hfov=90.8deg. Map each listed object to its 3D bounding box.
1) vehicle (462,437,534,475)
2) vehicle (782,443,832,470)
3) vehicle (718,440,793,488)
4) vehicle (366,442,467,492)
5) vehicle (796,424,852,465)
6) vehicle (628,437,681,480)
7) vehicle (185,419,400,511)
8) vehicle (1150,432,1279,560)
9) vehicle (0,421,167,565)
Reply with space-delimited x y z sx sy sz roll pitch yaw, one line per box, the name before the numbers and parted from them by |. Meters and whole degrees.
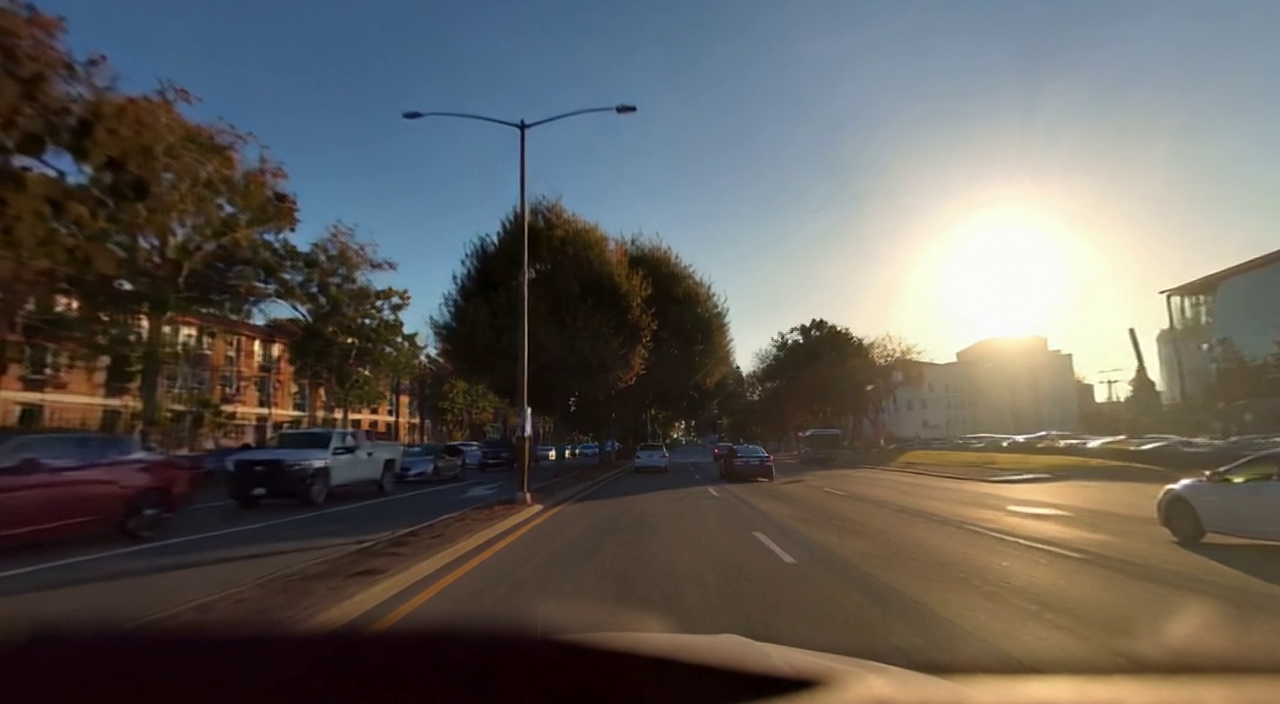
vehicle | -7.485 5.556 33.924 2.218 1.819 5.732 -1 -9 3
vehicle | 9.744 6.126 37.250 1.860 1.475 4.488 -1 -9 2
vehicle | 3.852 3.809 21.753 1.852 1.498 3.825 0 -9 0
vehicle | -8.282 4.257 23.983 1.920 1.590 5.041 -3 -8 1
vehicle | 13.837 7.038 47.974 2.790 2.897 6.326 -1 -9 5
vehicle | 0.660 4.596 27.465 2.101 1.694 3.979 -1 -9 2
vehicle | -8.547 2.842 16.381 2.460 1.970 5.271 0 -9 1
vehicle | 8.289 1.566 6.693 1.909 1.456 4.569 0 -9 0
vehicle | -8.775 1.719 7.700 2.183 1.706 4.862 0 -9 1
